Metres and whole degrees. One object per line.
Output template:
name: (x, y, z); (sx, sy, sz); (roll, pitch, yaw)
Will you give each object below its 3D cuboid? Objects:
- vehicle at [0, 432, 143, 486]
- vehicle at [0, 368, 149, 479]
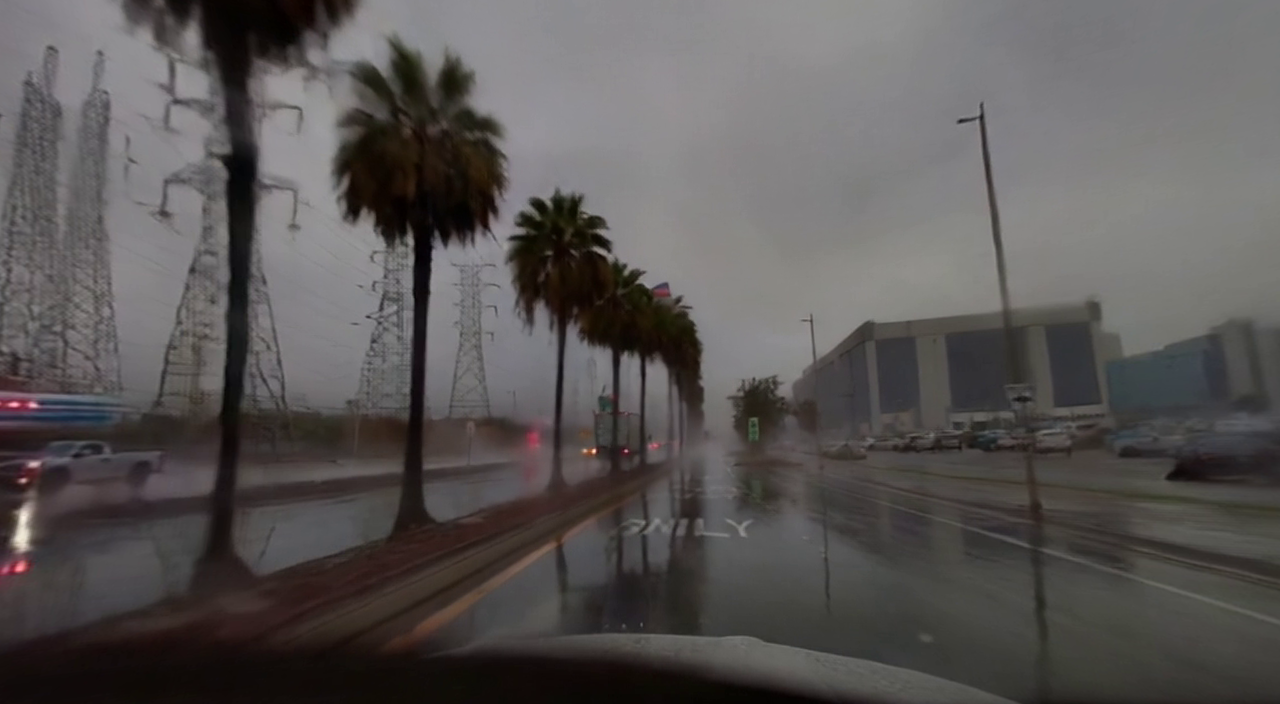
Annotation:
vehicle: (-19.834, 3.596, 21.637); (1.751, 1.639, 4.434); (-2, -7, 4)
vehicle: (-23.347, 2.604, 22.140); (2.907, 3.760, 11.193); (-4, -8, 3)
